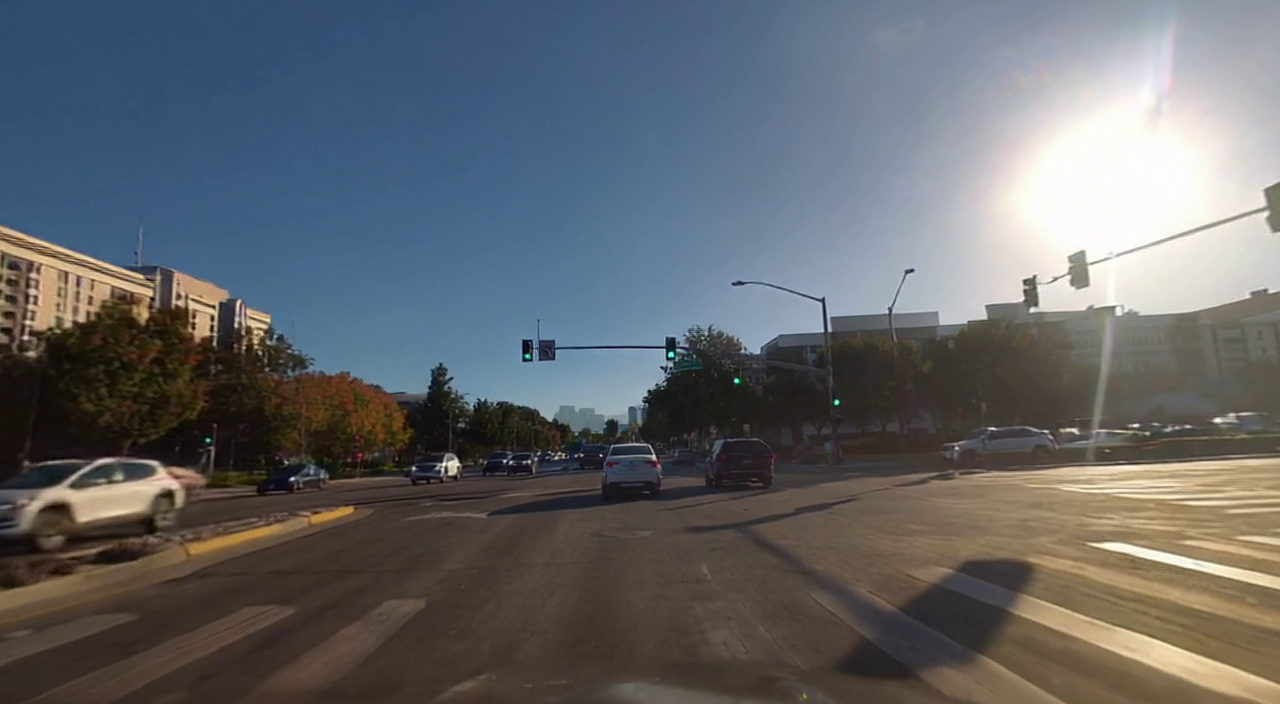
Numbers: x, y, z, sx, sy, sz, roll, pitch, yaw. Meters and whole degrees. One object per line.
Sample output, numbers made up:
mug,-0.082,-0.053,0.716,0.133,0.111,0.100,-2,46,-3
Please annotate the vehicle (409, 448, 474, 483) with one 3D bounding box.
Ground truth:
vehicle,-11.035,6.304,35.456,2.102,1.758,4.532,0,-8,1

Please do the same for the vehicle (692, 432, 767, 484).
vehicle,3.291,4.006,24.244,2.107,1.773,4.557,0,-8,-1

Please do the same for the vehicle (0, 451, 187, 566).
vehicle,-11.291,2.783,11.823,2.078,1.795,4.636,0,-8,1

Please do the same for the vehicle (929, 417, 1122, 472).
vehicle,15.185,3.718,25.350,6.013,2.030,2.461,-2,-9,12

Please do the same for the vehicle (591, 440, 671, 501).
vehicle,-0.251,3.294,18.001,2.034,1.500,3.966,0,-8,-1

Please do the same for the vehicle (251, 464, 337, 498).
vehicle,-17.183,6.406,31.639,1.957,1.444,4.306,0,-8,-1

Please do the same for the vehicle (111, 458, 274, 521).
vehicle,-14.625,4.474,21.052,2.135,1.741,4.371,0,-8,1
